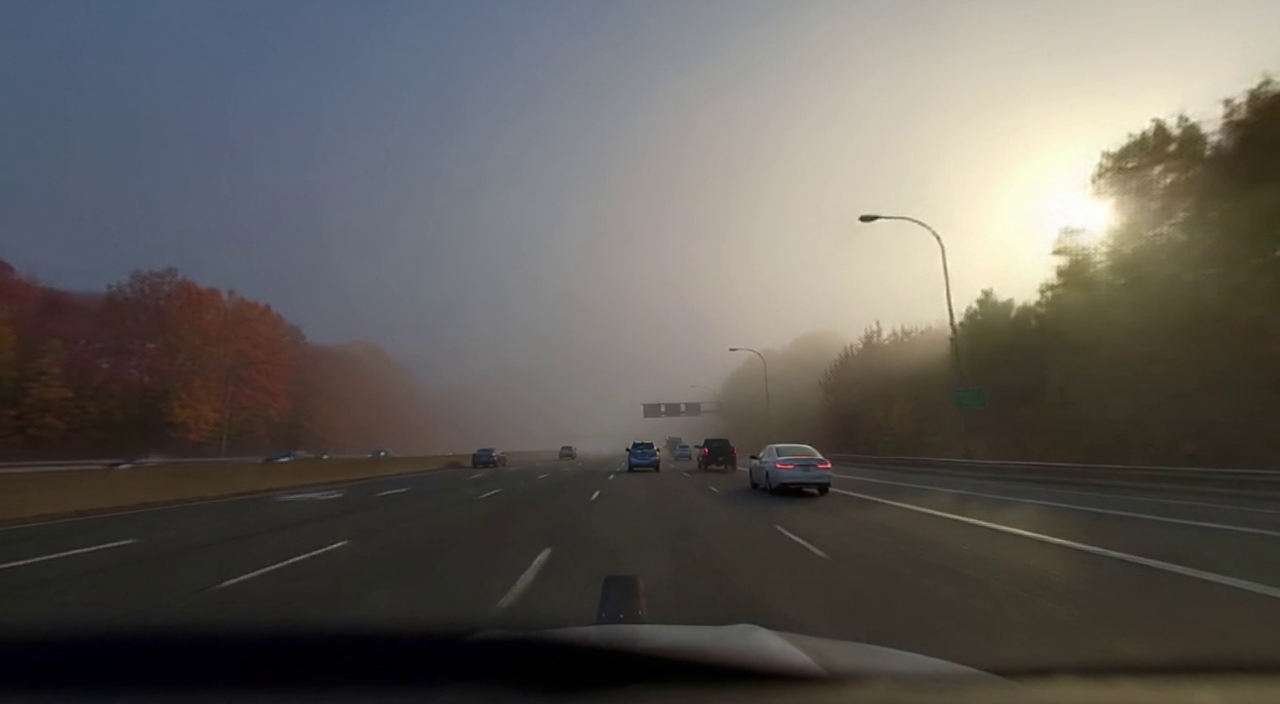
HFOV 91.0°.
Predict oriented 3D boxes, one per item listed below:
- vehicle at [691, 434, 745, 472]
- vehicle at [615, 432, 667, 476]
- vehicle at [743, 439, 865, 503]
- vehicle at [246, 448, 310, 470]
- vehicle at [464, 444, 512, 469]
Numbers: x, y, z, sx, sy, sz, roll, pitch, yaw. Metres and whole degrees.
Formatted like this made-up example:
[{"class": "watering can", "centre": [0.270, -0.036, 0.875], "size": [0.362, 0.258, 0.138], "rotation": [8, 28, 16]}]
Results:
[{"class": "vehicle", "centre": [4.321, 5.733, 35.950], "size": [2.388, 1.998, 5.749], "rotation": [0, -9, 0]}, {"class": "vehicle", "centre": [0.040, 5.057, 31.395], "size": [2.372, 1.957, 5.121], "rotation": [0, -9, 0]}, {"class": "vehicle", "centre": [4.285, 3.185, 17.367], "size": [2.057, 1.508, 4.767], "rotation": [0, -9, 0]}, {"class": "vehicle", "centre": [-27.572, 8.130, 48.123], "size": [1.931, 1.602, 4.826], "rotation": [0, -9, 1]}, {"class": "vehicle", "centre": [-9.794, 6.757, 40.890], "size": [1.989, 1.529, 4.433], "rotation": [0, -9, 1]}]
